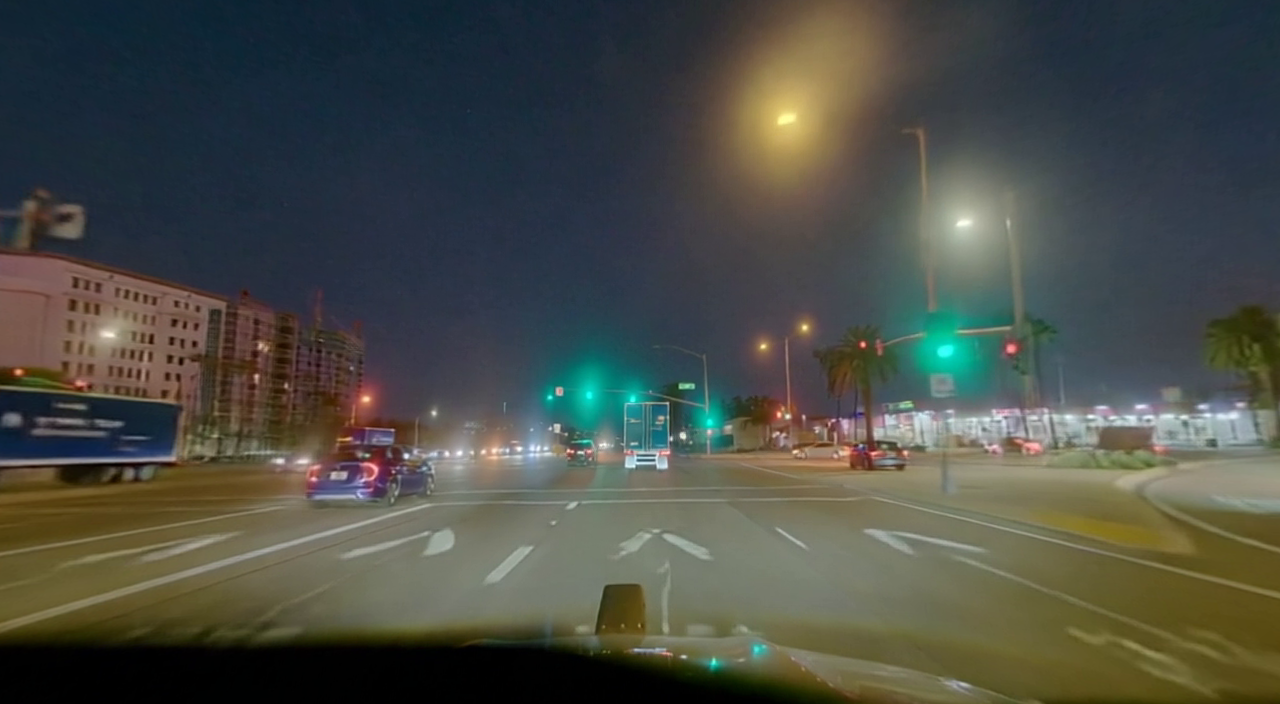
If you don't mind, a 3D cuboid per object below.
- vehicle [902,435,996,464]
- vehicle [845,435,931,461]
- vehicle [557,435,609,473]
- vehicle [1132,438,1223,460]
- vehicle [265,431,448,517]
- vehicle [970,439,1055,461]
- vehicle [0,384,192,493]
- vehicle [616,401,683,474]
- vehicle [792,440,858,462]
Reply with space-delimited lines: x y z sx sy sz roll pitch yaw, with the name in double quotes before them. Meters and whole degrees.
"vehicle" 19.524 6.195 39.756 4.831 1.529 1.966 -3 -10 0
"vehicle" 17.018 6.621 43.204 5.039 1.744 2.043 0 -9 0
"vehicle" -2.887 5.335 33.088 2.178 1.826 4.933 0 -9 1
"vehicle" 36.536 6.597 42.756 4.337 1.487 1.949 0 -9 1
"vehicle" -6.214 2.716 14.545 2.045 1.630 4.680 0 -9 0
"vehicle" 25.463 6.707 43.008 4.506 1.484 1.928 0 -9 0
"vehicle" -25.117 3.799 27.298 3.017 3.971 11.161 0 -9 0
"vehicle" 0.483 4.330 31.487 2.993 3.235 6.692 0 -9 1
"vehicle" 14.683 7.879 49.960 4.568 1.485 1.936 -2 -11 0
